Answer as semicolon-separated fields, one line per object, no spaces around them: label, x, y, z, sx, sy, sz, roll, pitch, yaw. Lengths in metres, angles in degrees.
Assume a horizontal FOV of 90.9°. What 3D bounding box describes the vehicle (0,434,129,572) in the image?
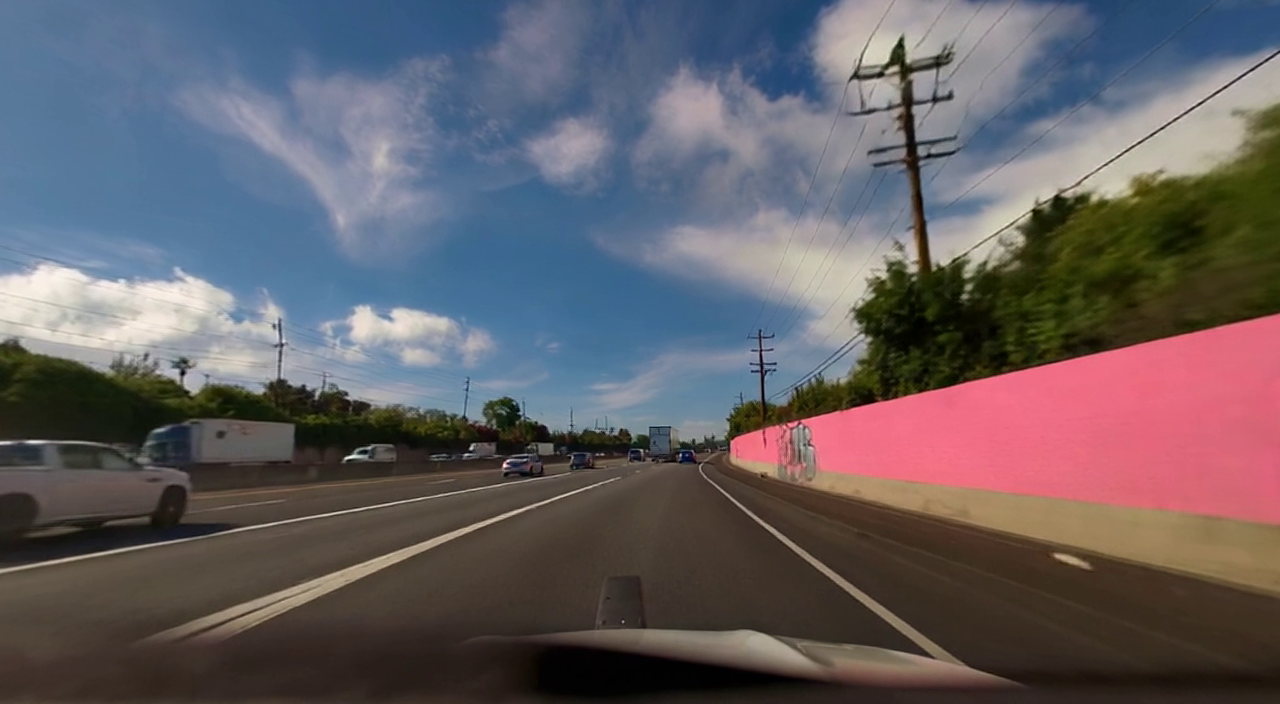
vehicle;-8.337;1.701;7.008;1.966;1.565;3.766;-1;-9;4

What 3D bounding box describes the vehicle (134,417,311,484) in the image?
vehicle;-26.621;6.455;41.410;2.905;3.731;11.444;-1;-9;6

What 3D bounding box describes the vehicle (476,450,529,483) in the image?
vehicle;-6.646;5.558;30.784;1.708;1.489;2.840;-1;-9;5

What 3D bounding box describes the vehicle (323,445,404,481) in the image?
vehicle;-18.373;7.406;42.271;2.343;2.256;5.619;-1;-9;6
